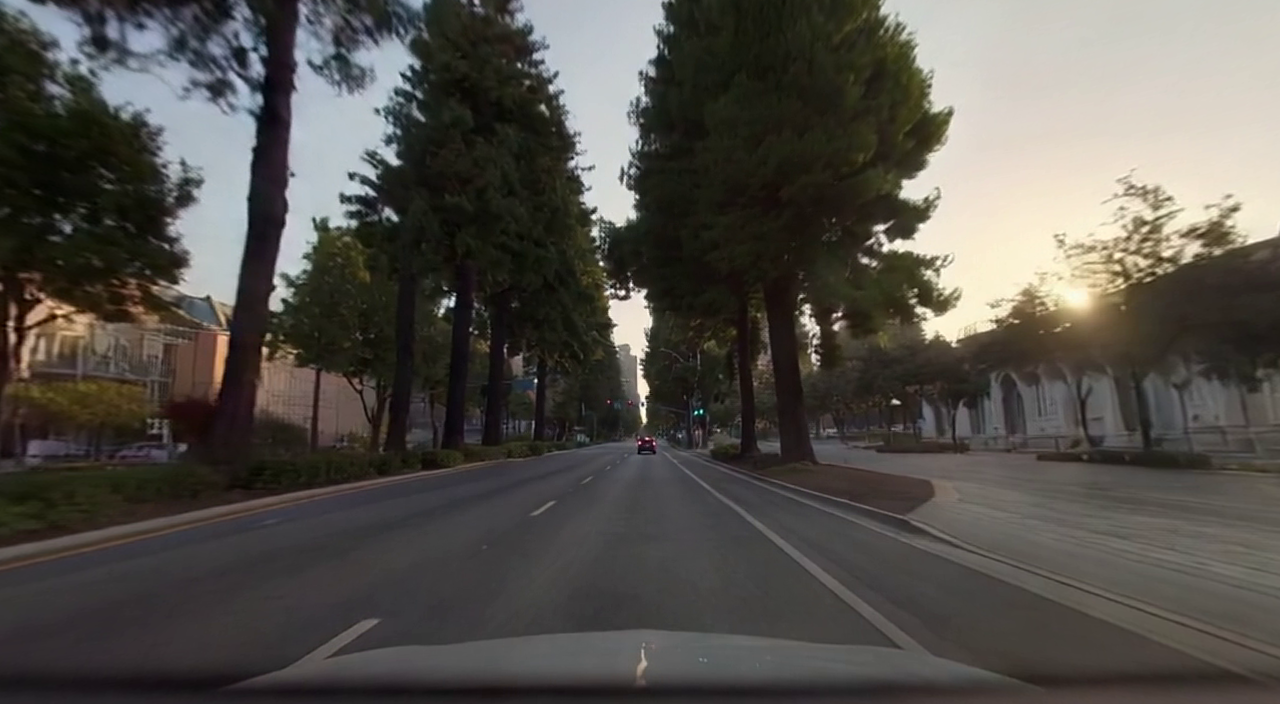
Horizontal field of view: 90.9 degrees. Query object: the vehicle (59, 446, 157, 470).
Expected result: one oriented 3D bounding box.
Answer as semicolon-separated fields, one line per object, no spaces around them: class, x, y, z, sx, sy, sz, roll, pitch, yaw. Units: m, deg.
vehicle;-32.525;6.482;38.620;4.397;1.454;1.803;0;-9;2
